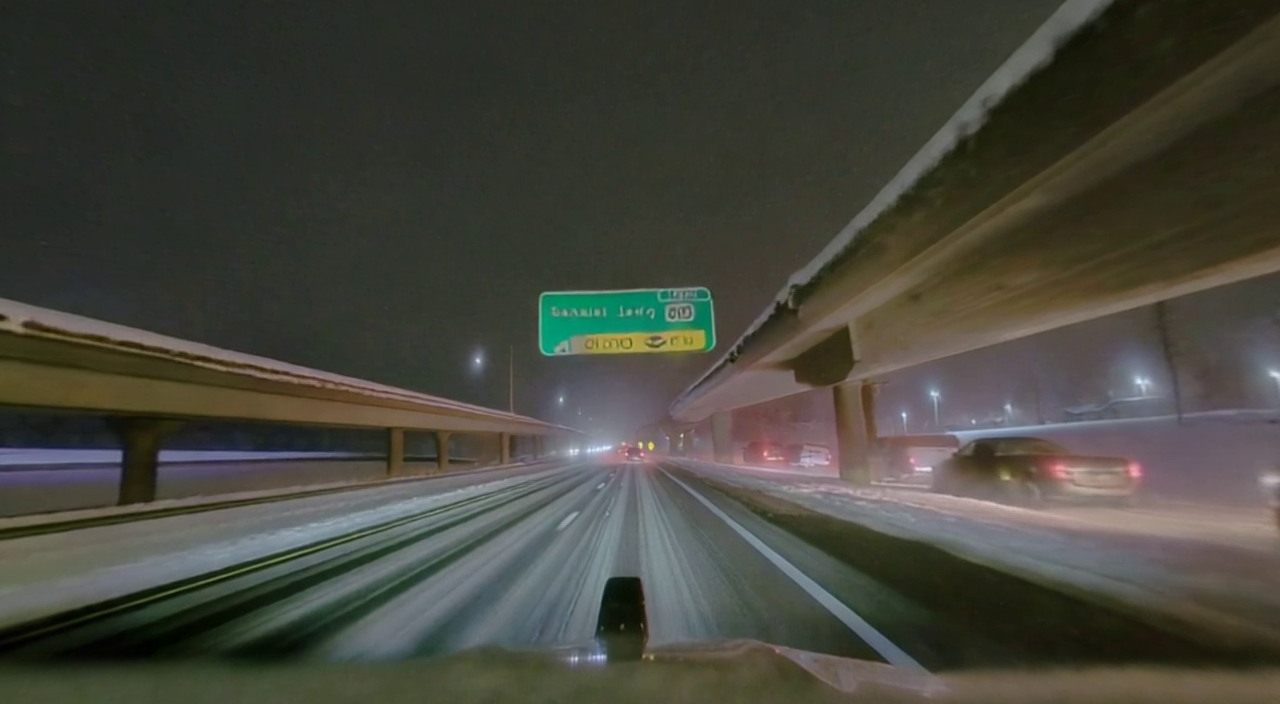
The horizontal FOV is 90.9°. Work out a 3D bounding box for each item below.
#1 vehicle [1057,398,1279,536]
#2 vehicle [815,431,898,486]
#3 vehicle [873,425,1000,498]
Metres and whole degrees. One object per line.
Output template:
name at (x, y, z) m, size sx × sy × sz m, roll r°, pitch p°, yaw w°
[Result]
vehicle at (18.895, 3.818, 21.589) m, size 2.619 × 3.750 × 9.673 m, roll 0°, pitch -9°, yaw 1°
vehicle at (16.022, 7.936, 47.487) m, size 2.704 × 3.716 × 9.364 m, roll 0°, pitch -9°, yaw -1°
vehicle at (16.295, 6.066, 35.618) m, size 2.791 × 3.573 × 9.032 m, roll 0°, pitch -9°, yaw 0°
